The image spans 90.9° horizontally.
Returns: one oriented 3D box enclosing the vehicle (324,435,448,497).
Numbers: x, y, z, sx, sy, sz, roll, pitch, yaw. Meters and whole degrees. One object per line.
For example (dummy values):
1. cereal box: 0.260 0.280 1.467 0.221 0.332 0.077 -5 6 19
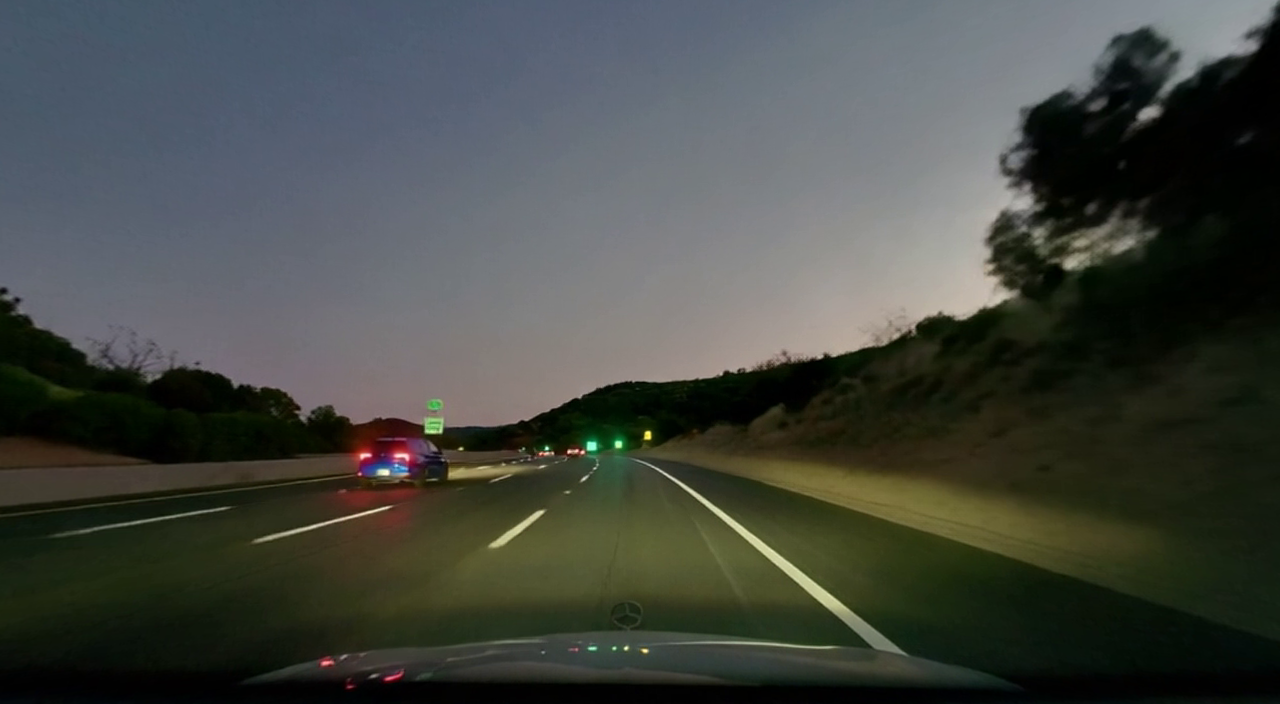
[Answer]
1. vehicle: -7.727 3.488 19.758 2.046 1.712 4.533 0 -8 -1
